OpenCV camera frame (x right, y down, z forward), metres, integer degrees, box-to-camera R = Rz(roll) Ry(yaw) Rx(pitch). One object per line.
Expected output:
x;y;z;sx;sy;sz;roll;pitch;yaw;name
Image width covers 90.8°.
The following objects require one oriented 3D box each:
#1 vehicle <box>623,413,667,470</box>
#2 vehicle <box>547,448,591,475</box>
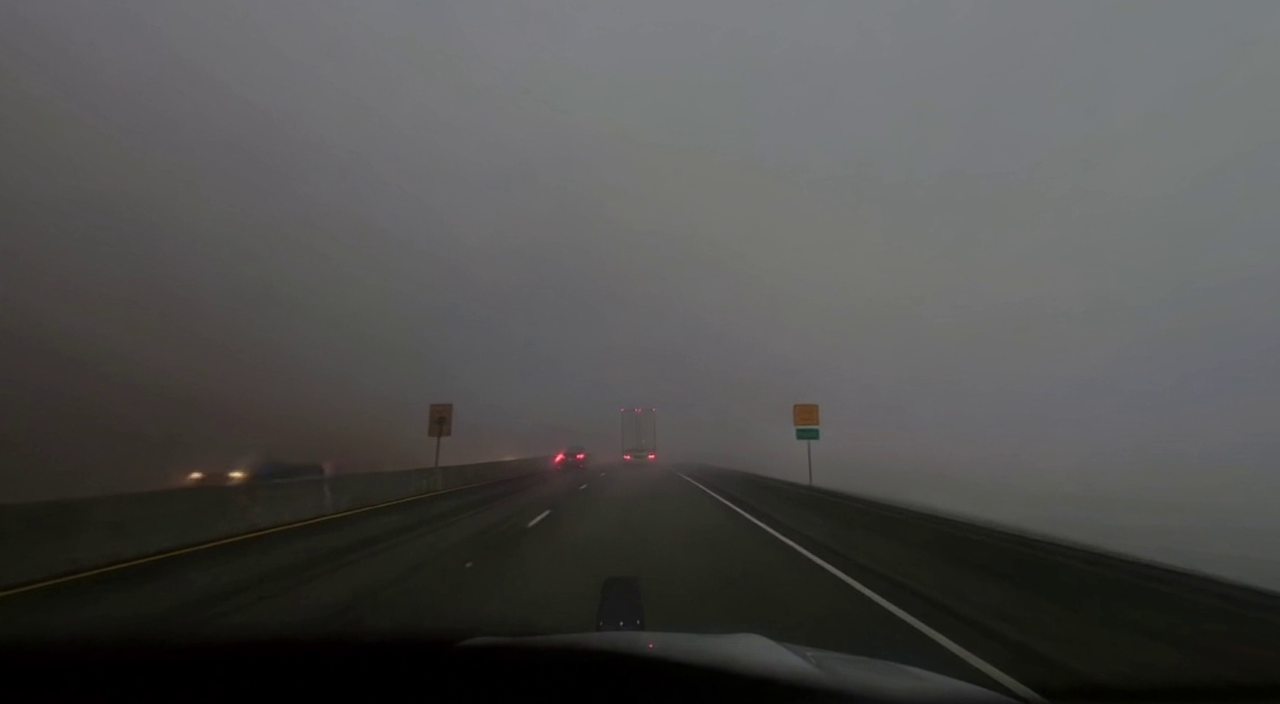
0.199;6.797;47.680;2.864;3.805;9.500;0;-9;-3;vehicle
-4.132;6.468;37.543;2.053;1.523;4.450;0;-9;1;vehicle
